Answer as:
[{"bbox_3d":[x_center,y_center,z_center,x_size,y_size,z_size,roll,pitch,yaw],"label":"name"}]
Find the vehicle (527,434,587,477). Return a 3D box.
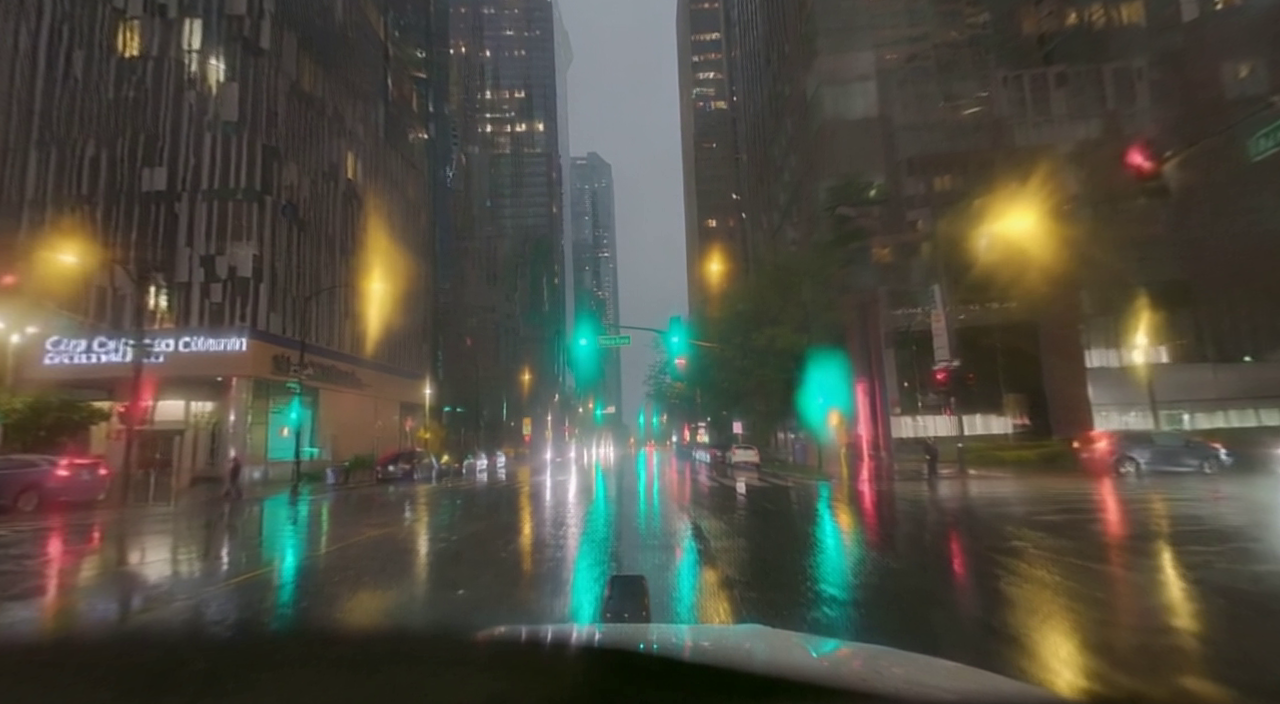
[{"bbox_3d":[-3.876,4.961,30.332,2.176,1.804,4.740,-2,-9,0],"label":"vehicle"}]

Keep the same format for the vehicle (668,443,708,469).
[{"bbox_3d":[2.713,6.007,36.589,1.919,1.371,3.583,0,-8,-2],"label":"vehicle"}]

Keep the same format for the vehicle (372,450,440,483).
[{"bbox_3d":[-12.721,6.201,34.543,2.118,1.644,4.188,0,-8,-1],"label":"vehicle"}]

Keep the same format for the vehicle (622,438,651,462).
[{"bbox_3d":[-0.259,7.678,49.394,2.165,1.749,4.078,0,-8,0],"label":"vehicle"}]

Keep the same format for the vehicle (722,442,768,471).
[{"bbox_3d":[6.027,6.019,36.620,1.882,1.479,4.652,3,-8,0],"label":"vehicle"}]

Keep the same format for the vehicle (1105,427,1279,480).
[{"bbox_3d":[17.102,3.074,19.189,4.293,1.495,1.935,0,-9,0],"label":"vehicle"}]

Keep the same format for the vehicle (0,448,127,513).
[{"bbox_3d":[-21.599,4.508,21.989,5.283,1.959,2.453,-3,-8,0],"label":"vehicle"}]

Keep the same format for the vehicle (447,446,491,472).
[{"bbox_3d":[-12.306,7.718,45.686,1.854,1.727,4.426,0,-8,1],"label":"vehicle"}]
